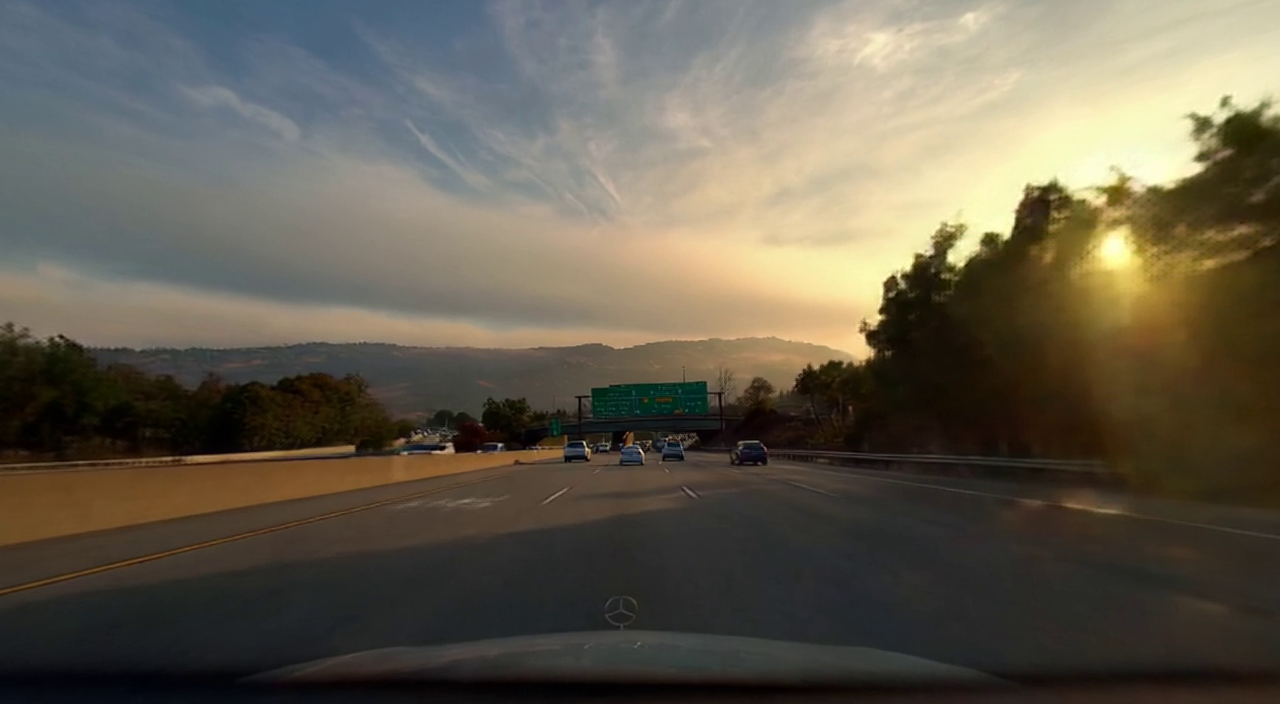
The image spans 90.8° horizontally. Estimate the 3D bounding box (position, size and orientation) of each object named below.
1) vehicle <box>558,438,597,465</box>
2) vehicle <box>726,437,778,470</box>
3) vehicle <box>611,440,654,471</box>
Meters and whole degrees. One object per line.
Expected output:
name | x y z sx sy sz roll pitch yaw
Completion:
vehicle | -4.218 6.819 43.367 2.113 1.756 4.471 0 -9 1
vehicle | 5.758 5.290 33.040 1.936 1.625 3.991 0 -9 -1
vehicle | -0.391 5.275 32.360 2.075 1.486 4.007 0 -8 -1
